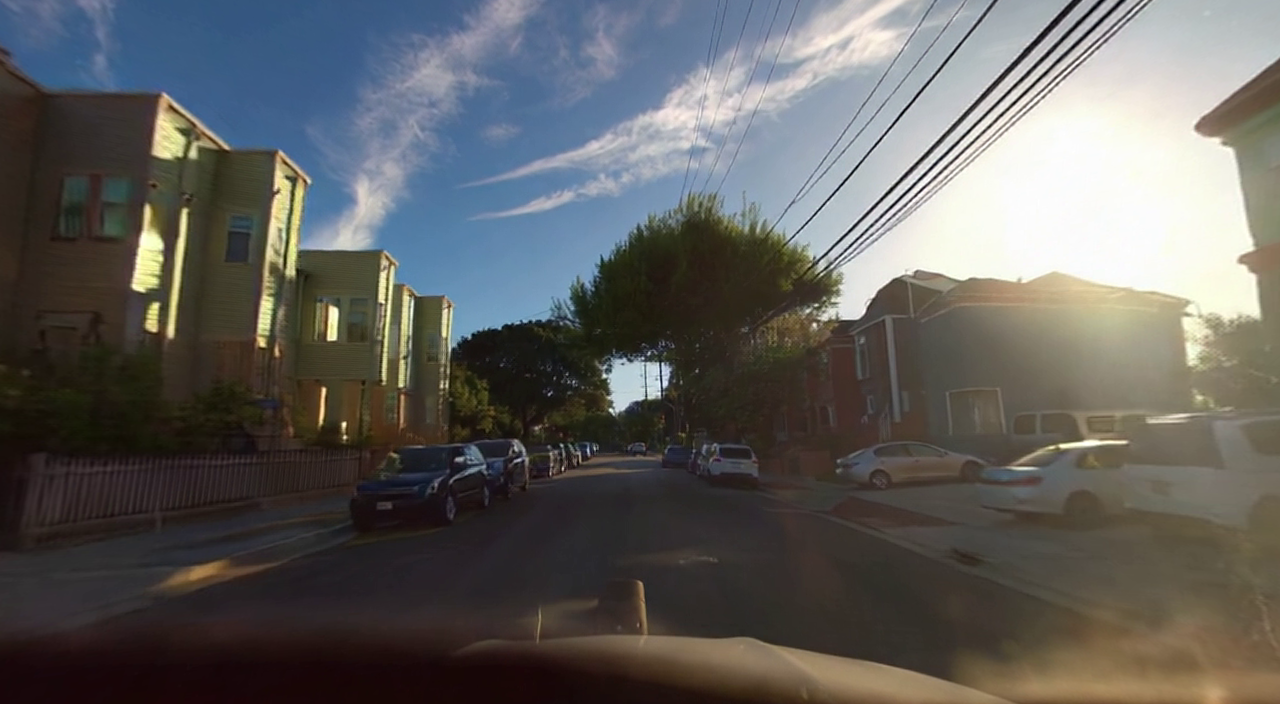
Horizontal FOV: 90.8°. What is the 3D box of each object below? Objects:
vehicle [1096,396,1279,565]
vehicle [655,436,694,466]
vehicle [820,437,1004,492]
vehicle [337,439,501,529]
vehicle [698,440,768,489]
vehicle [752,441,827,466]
[{"bbox_3d":[8.827,1.564,8.092,4.512,1.841,1.912,1,-9,-4],"label":"vehicle"},{"bbox_3d":[2.568,7.526,48.246,2.564,2.155,6.053,0,-8,-1],"label":"vehicle"},{"bbox_3d":[7.782,3.242,18.441,4.480,1.497,1.884,0,-8,1],"label":"vehicle"},{"bbox_3d":[-4.175,2.528,12.739,1.745,1.490,4.304,0,-8,0],"label":"vehicle"},{"bbox_3d":[3.250,4.014,22.799,1.916,1.587,3.986,0,-8,0],"label":"vehicle"},{"bbox_3d":[9.358,6.383,39.688,4.148,1.516,1.976,0,-8,-2],"label":"vehicle"}]
